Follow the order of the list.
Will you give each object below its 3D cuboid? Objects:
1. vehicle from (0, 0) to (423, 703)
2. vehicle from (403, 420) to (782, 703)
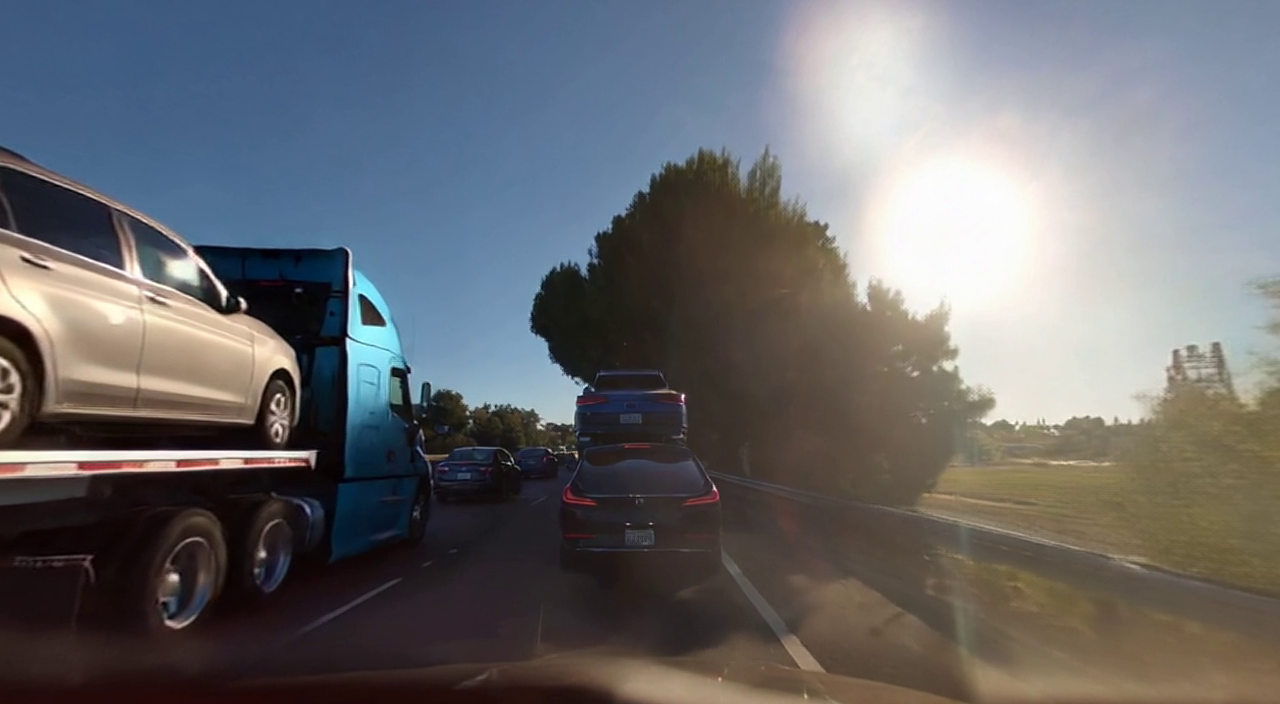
[{"bbox_3d":[-4.533,-0.269,1.916,2.836,4.059,14.286,0,-9,-1],"label":"vehicle"},{"bbox_3d":[-0.271,1.390,5.108,1.991,1.507,3.391,0,-9,-1],"label":"vehicle"}]
